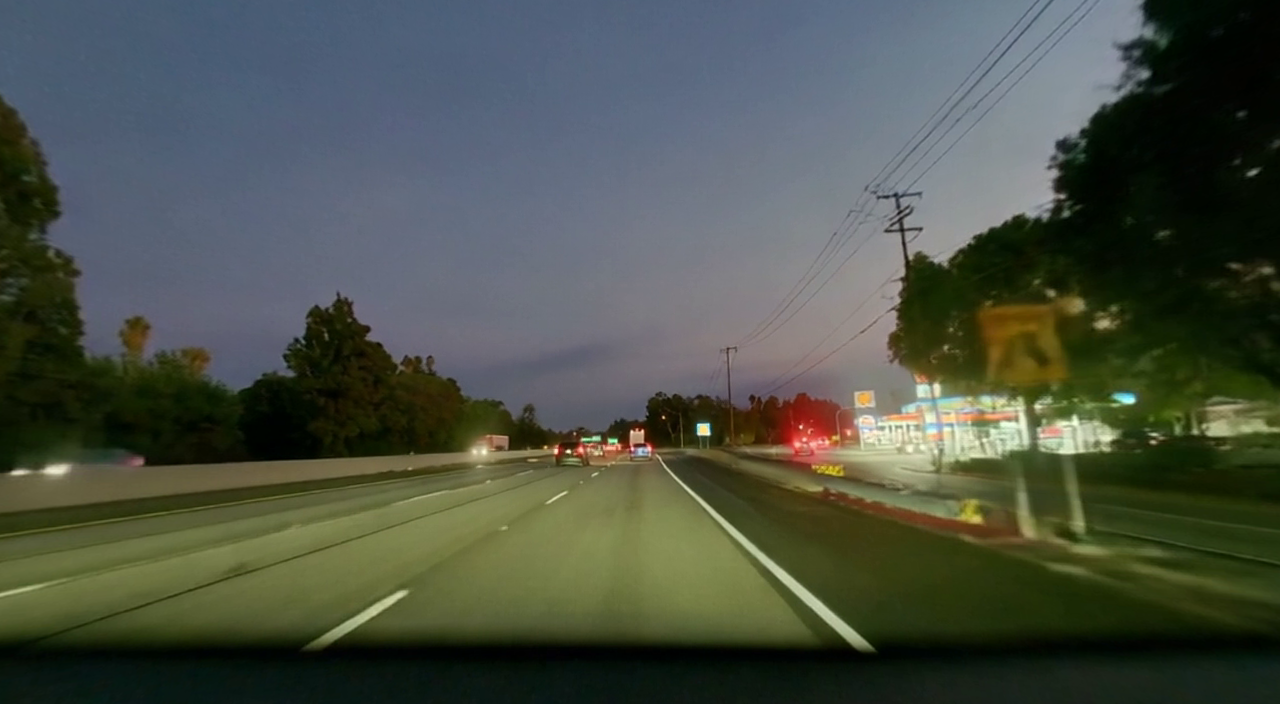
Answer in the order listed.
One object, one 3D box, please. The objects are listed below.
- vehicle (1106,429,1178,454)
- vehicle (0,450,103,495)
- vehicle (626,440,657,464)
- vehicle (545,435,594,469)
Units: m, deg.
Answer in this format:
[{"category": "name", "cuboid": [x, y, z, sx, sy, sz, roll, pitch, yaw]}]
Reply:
[{"category": "vehicle", "cuboid": [30.584, 5.456, 38.382, 4.664, 1.408, 1.774, 5, -10, -30]}, {"category": "vehicle", "cuboid": [-24.644, 4.786, 25.508, 1.850, 1.618, 4.548, 0, -9, -1]}, {"category": "vehicle", "cuboid": [0.067, 6.908, 43.712, 1.982, 1.524, 3.800, 0, -9, -2]}, {"category": "vehicle", "cuboid": [-4.059, 5.878, 37.163, 2.273, 1.884, 4.515, 0, -9, 1]}]
